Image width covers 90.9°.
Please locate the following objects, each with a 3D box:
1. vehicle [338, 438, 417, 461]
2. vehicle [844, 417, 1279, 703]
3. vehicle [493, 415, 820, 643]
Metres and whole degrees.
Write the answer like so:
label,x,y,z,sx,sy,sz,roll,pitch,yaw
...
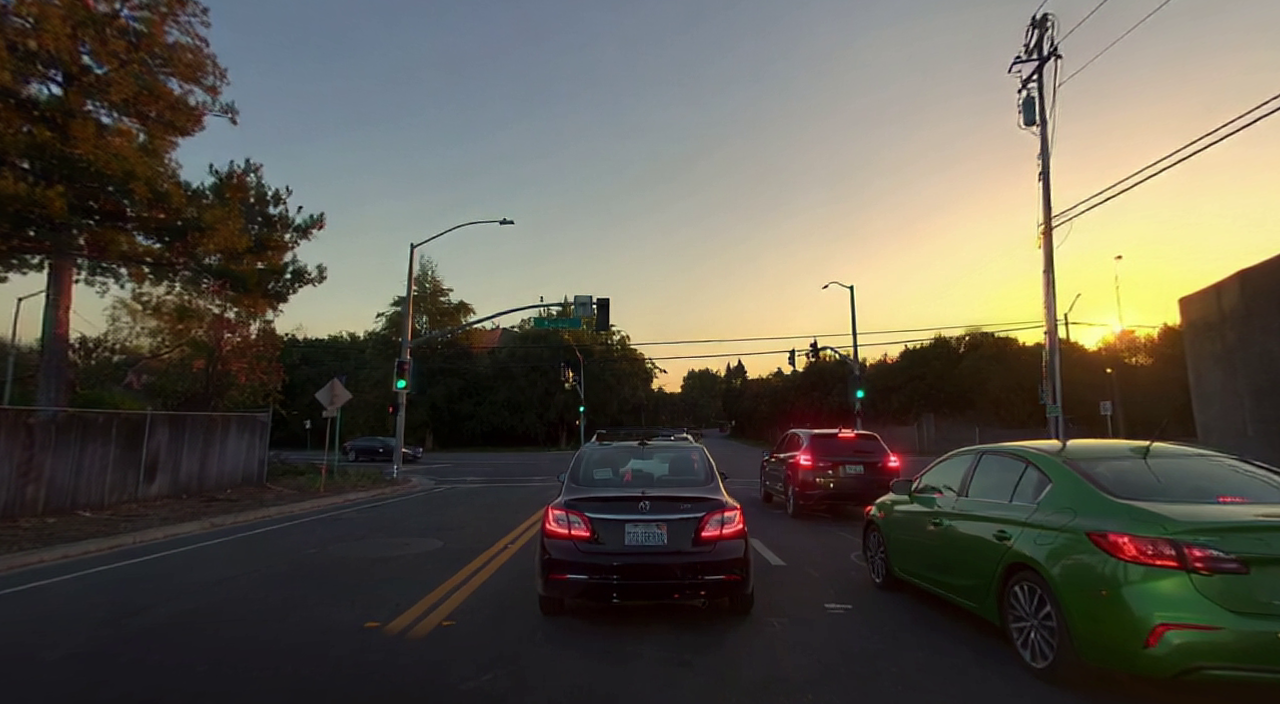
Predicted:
label,x,y,z,sx,sy,sz,roll,pitch,yaw
vehicle,-17.222,6.415,41.472,4.406,1.458,1.892,-1,-8,7
vehicle,3.094,1.242,4.141,2.027,1.432,4.431,0,-8,0
vehicle,0.069,1.495,6.437,2.170,1.497,4.369,0,-8,-1
